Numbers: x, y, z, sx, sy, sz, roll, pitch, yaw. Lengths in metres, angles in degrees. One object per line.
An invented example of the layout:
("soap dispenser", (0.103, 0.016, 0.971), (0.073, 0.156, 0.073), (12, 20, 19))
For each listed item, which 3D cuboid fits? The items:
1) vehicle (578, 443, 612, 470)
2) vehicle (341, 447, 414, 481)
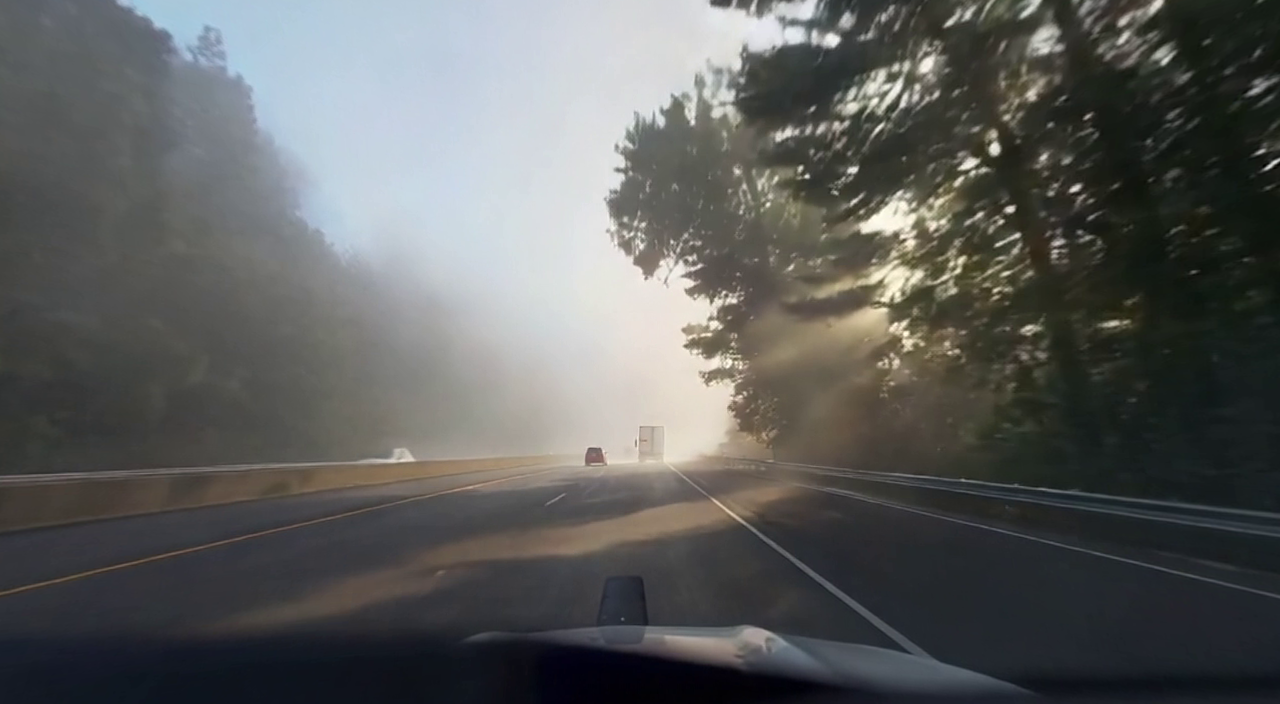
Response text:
("vehicle", (-3.351, 7.921, 47.933), (2.173, 1.924, 5.030), (0, -9, 1))
("vehicle", (-13.131, 5.604, 31.833), (1.845, 1.583, 4.154), (0, -9, 1))
